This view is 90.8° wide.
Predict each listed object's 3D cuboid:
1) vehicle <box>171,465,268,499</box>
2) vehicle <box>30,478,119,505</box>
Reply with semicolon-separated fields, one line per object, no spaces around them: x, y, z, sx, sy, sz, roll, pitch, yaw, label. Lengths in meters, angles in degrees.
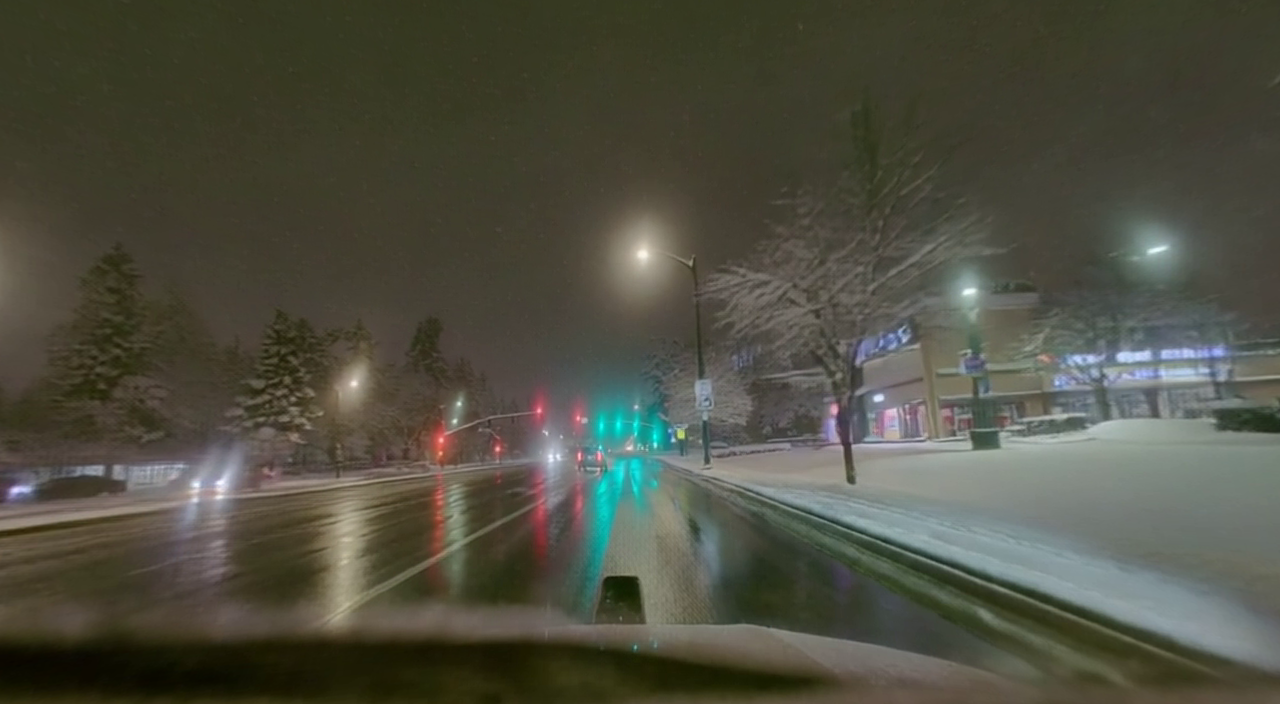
-22.550;6.941;34.142;2.127;1.538;4.558;0;-8;0;vehicle
-39.341;9.706;44.104;1.992;1.453;4.696;0;-8;-2;vehicle
